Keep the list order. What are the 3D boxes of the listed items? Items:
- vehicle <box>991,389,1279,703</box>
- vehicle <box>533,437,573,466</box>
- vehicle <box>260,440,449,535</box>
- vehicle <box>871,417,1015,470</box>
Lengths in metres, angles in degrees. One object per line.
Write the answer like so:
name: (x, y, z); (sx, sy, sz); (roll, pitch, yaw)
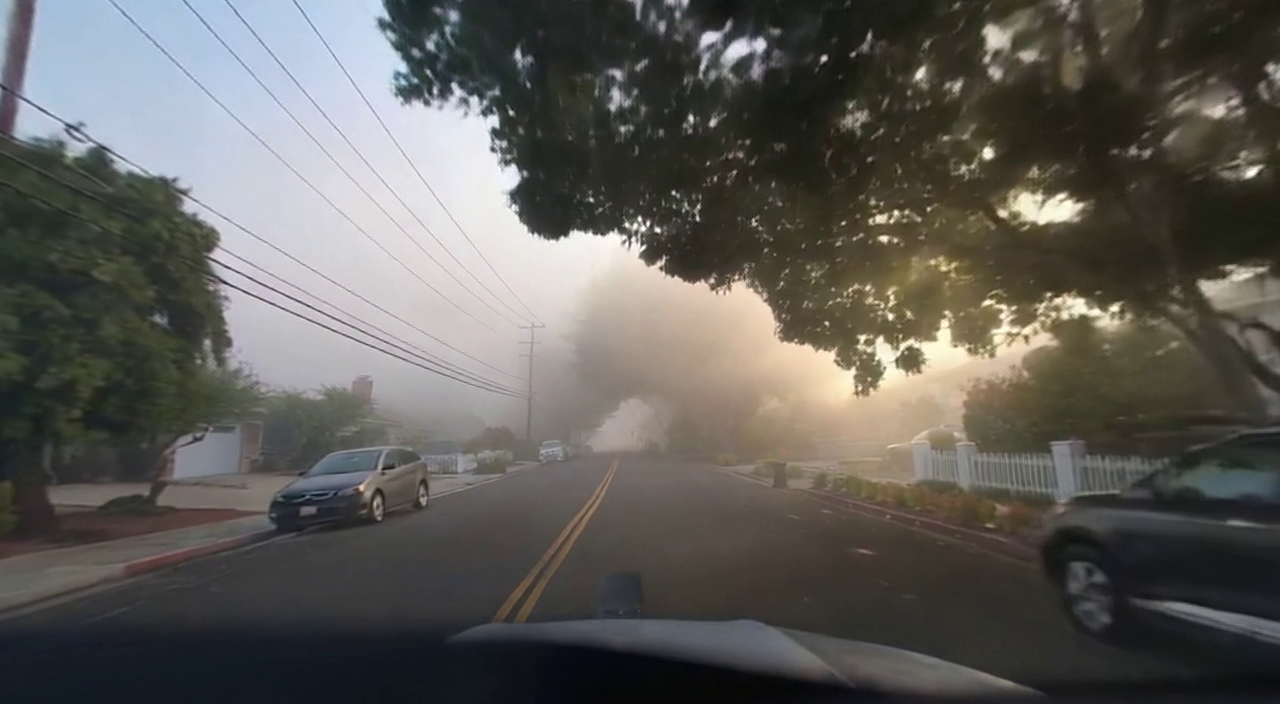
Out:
vehicle: (4.045, 1.004, 3.276); (2.020, 1.558, 3.925); (1, -8, -3)
vehicle: (-6.471, 7.450, 47.519); (2.240, 1.940, 5.429); (-2, -9, -1)
vehicle: (-6.034, 2.857, 14.214); (1.954, 1.551, 5.128); (-3, -7, -1)
vehicle: (11.077, 3.432, 23.444); (4.293, 1.657, 1.961); (-4, -10, 9)
